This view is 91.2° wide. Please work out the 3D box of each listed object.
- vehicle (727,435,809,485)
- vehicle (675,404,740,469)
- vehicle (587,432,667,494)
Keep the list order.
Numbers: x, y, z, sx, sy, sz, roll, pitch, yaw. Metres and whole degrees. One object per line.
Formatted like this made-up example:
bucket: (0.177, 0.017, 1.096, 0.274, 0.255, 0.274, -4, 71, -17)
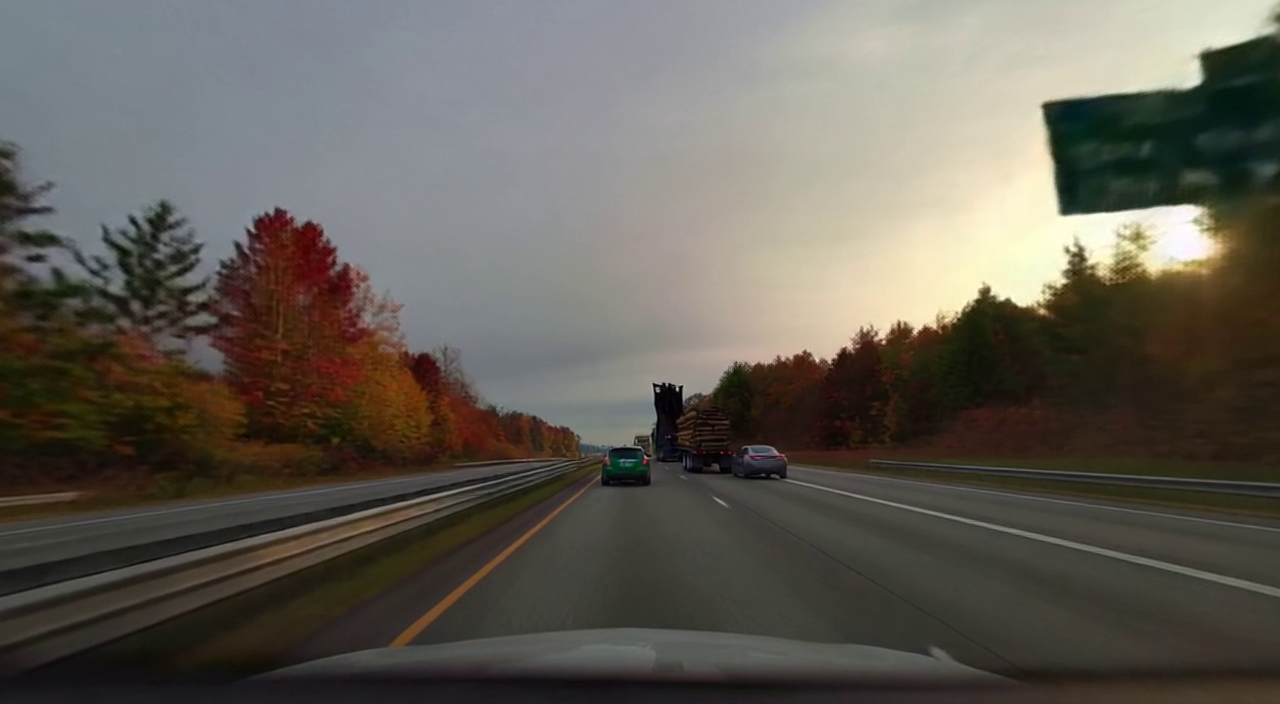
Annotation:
vehicle: (4.693, 4.041, 23.721, 2.057, 1.660, 4.525, 0, -9, -1)
vehicle: (4.317, 5.740, 42.259, 3.125, 3.895, 8.461, 0, -9, -2)
vehicle: (-0.401, 3.435, 19.665, 2.263, 1.699, 3.936, 0, -9, -1)
